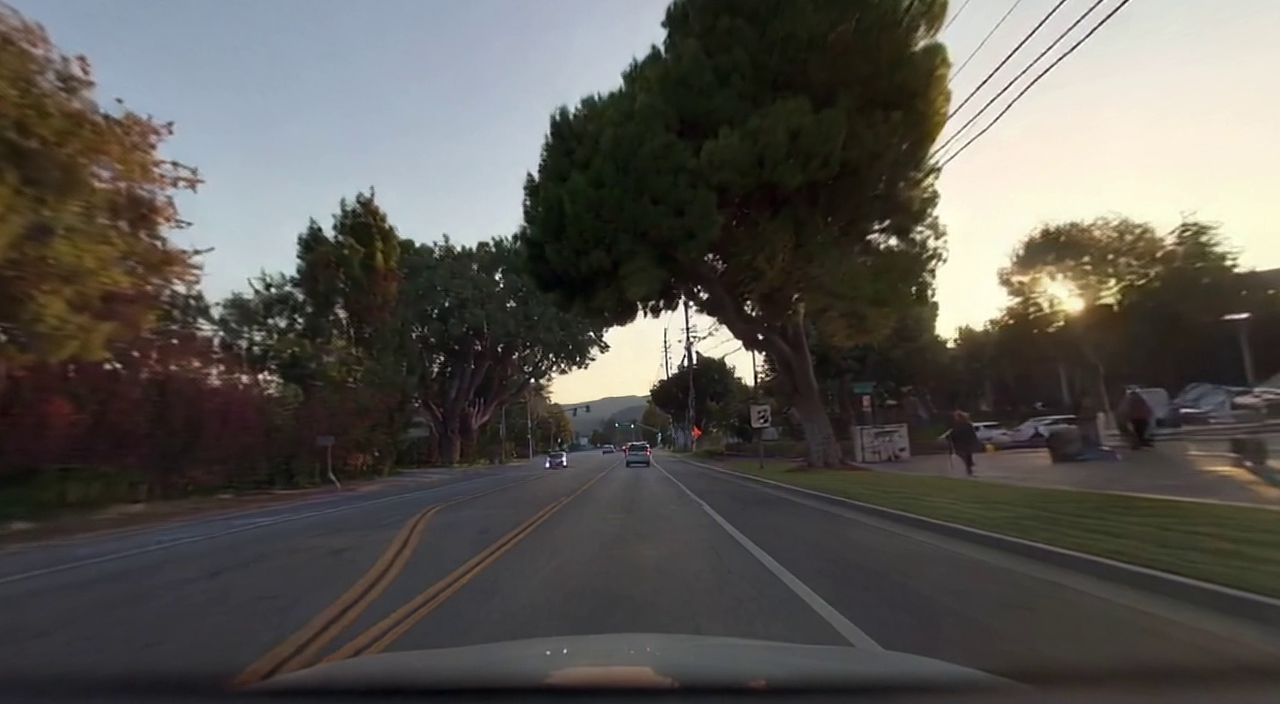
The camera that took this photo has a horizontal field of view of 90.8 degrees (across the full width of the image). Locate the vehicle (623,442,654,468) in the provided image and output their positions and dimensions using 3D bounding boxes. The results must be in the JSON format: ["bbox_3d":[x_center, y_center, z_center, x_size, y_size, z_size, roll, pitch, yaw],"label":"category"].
[{"bbox_3d":[-0.124,7.351,45.147,2.163,1.746,4.073,0,-8,-1],"label":"vehicle"}]
